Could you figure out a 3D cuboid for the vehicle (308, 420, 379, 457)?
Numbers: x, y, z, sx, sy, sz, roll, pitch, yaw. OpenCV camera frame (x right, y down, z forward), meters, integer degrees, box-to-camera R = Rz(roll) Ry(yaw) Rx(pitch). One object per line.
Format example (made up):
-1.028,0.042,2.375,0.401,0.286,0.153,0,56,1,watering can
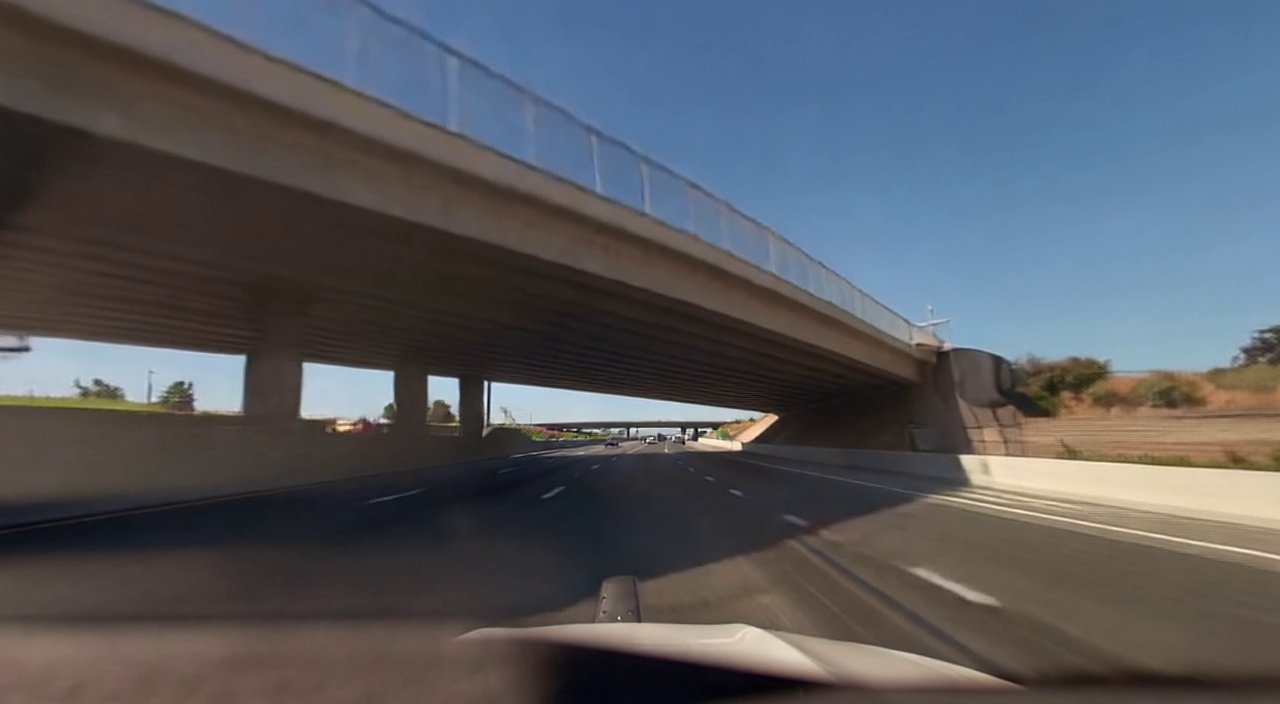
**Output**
-22.750,6.654,48.576,2.365,2.672,6.114,0,-8,2,vehicle
